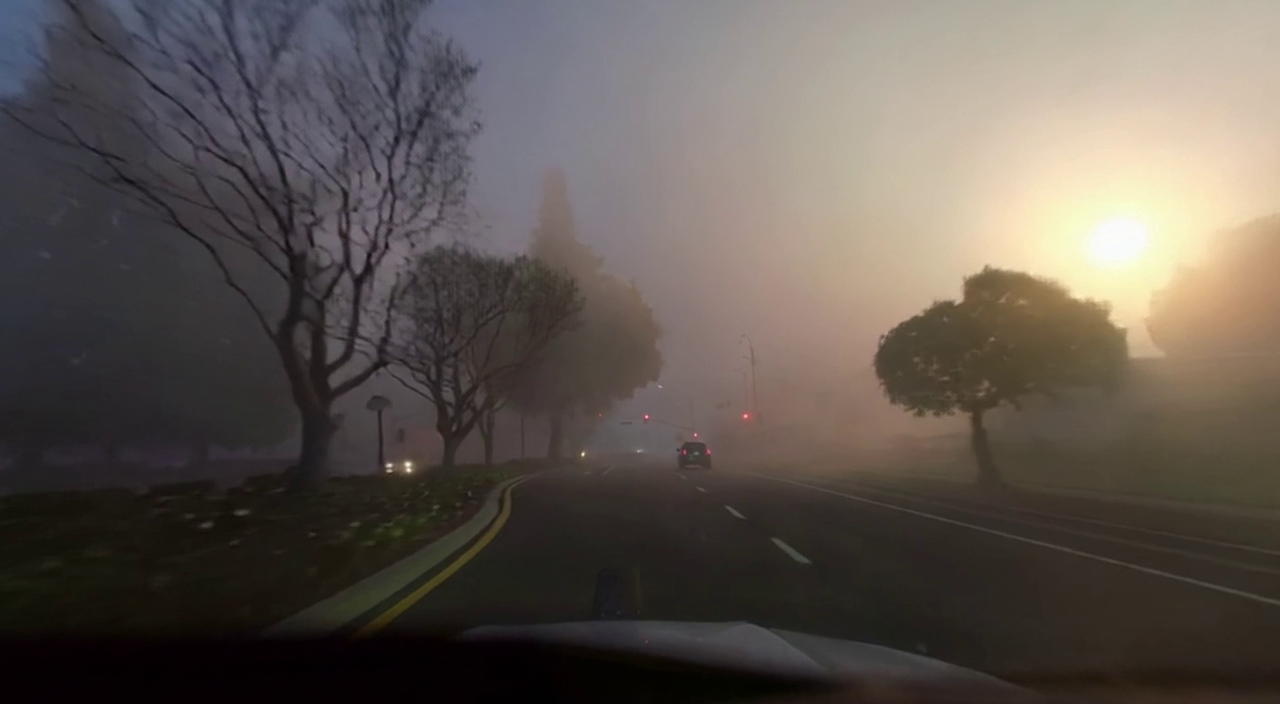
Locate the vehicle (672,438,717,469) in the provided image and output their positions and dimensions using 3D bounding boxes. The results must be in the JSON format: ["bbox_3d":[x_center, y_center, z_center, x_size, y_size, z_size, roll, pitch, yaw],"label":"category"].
[{"bbox_3d":[3.405,6.468,40.420,2.229,1.795,4.927,0,-9,-2],"label":"vehicle"}]
